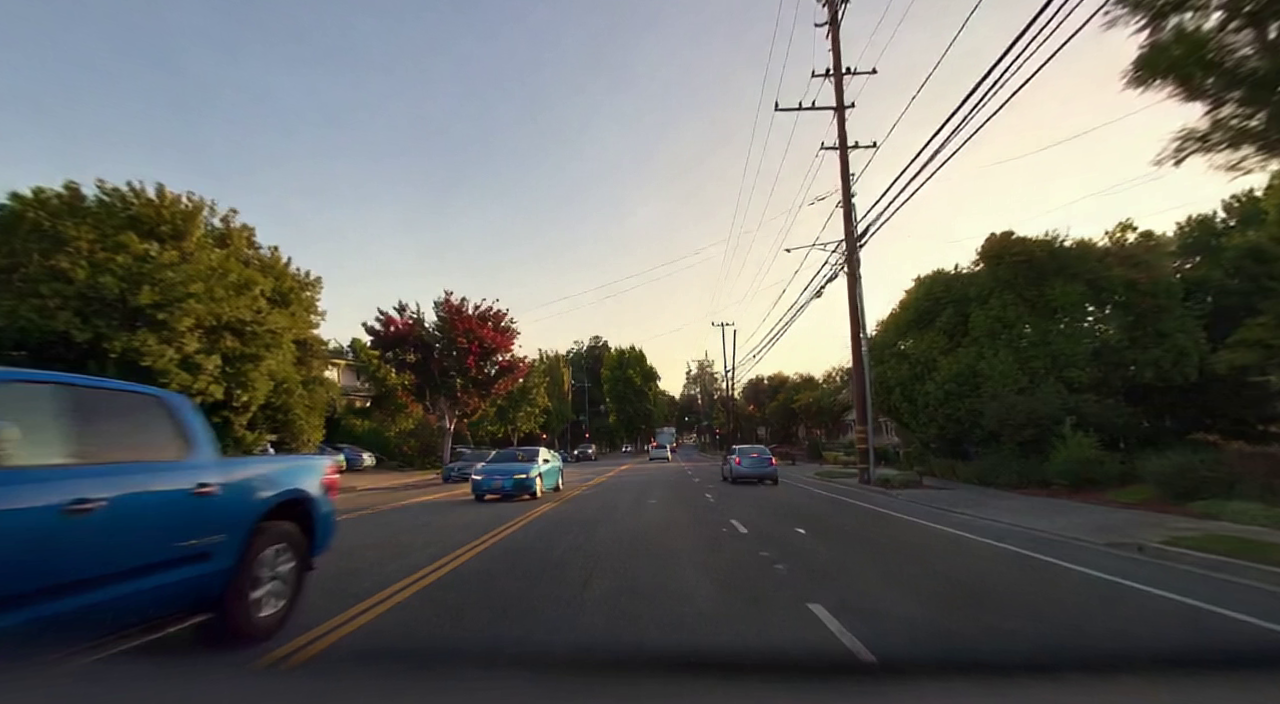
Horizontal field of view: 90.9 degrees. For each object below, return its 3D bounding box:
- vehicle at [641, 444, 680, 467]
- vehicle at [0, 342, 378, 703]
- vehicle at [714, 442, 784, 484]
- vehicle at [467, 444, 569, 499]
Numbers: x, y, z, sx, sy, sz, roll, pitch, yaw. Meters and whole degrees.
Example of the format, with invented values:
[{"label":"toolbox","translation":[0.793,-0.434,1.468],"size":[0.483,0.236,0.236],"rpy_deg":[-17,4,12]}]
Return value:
[{"label":"vehicle","translation":[1.306,6.485,39.643],"size":[2.298,1.359,4.081],"rpy_deg":[0,-8,2]},{"label":"vehicle","translation":[-3.640,0.986,3.621],"size":[2.101,1.721,4.807],"rpy_deg":[0,-8,1]},{"label":"vehicle","translation":[4.093,4.235,24.403],"size":[1.951,1.479,4.487],"rpy_deg":[0,-8,1]},{"label":"vehicle","translation":[-3.281,3.306,17.911],"size":[1.892,1.354,4.476],"rpy_deg":[0,-8,2]}]
